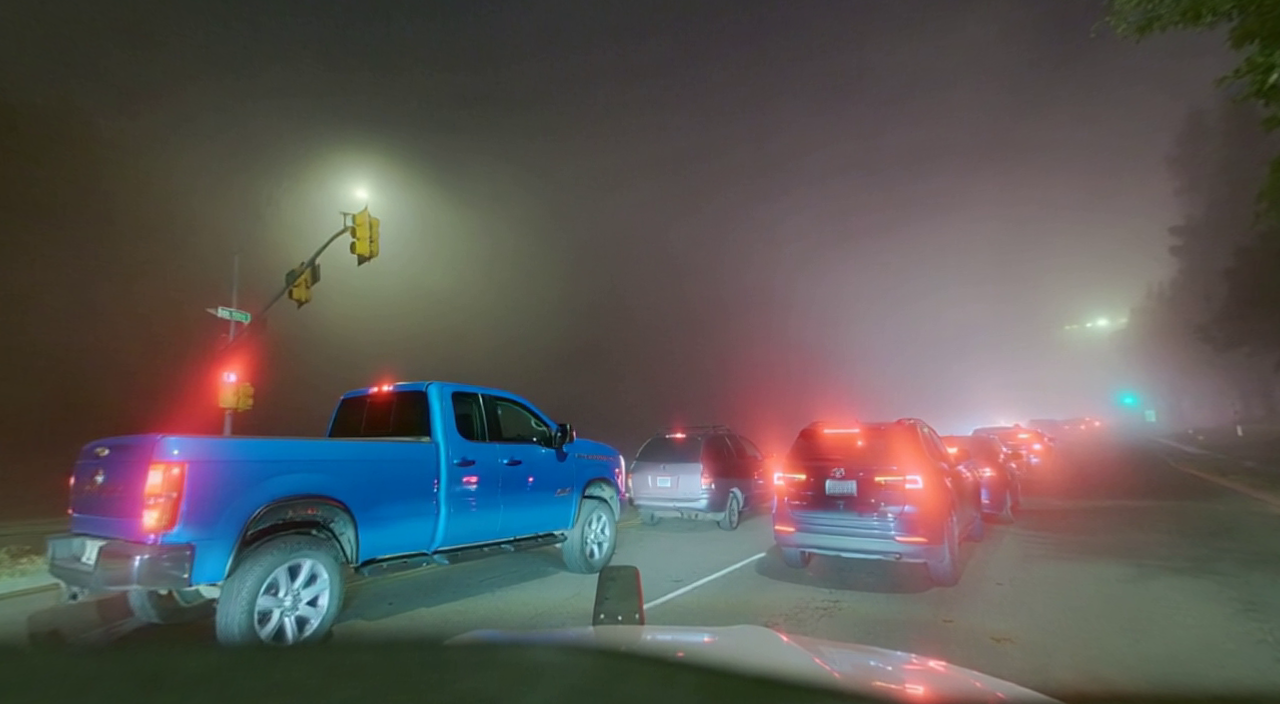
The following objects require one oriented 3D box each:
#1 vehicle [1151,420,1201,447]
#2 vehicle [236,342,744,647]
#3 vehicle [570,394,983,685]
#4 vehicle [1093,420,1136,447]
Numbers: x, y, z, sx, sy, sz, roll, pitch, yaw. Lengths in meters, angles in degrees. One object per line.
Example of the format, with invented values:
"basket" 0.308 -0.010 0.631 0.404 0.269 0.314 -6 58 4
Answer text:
"vehicle" 35.764 5.488 42.193 2.183 1.714 4.491 -6 -11 37
"vehicle" -0.869 1.401 7.471 2.272 2.016 6.146 -4 -10 27
"vehicle" 1.715 1.379 5.987 2.027 1.549 4.801 -6 -10 35
"vehicle" 32.793 5.678 43.726 2.160 1.790 4.303 -6 -10 35
